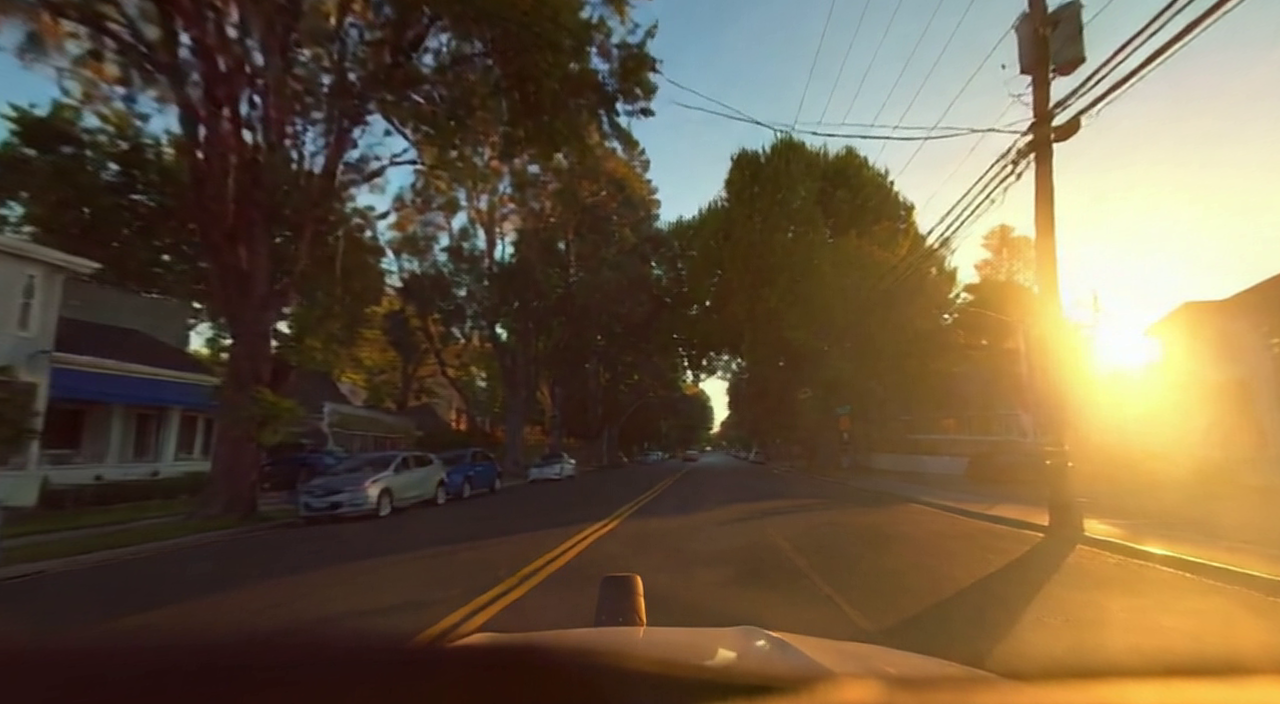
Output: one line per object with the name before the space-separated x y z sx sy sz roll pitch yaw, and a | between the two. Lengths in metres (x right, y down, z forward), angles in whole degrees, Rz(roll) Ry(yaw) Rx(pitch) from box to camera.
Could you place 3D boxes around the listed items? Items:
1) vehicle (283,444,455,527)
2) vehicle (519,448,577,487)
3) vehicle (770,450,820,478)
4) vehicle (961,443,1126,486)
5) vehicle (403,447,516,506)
vehicle | -6.584 3.246 16.056 1.975 1.775 4.509 -1 -8 7
vehicle | -4.623 5.886 32.521 1.970 1.785 4.274 -1 -8 5
vehicle | 9.191 6.657 37.896 2.052 1.476 4.438 -3 -9 3
vehicle | 14.954 4.193 23.712 4.716 1.480 2.023 -1 -8 8
vehicle | -5.863 4.065 21.146 1.913 1.723 4.318 -2 -9 9
